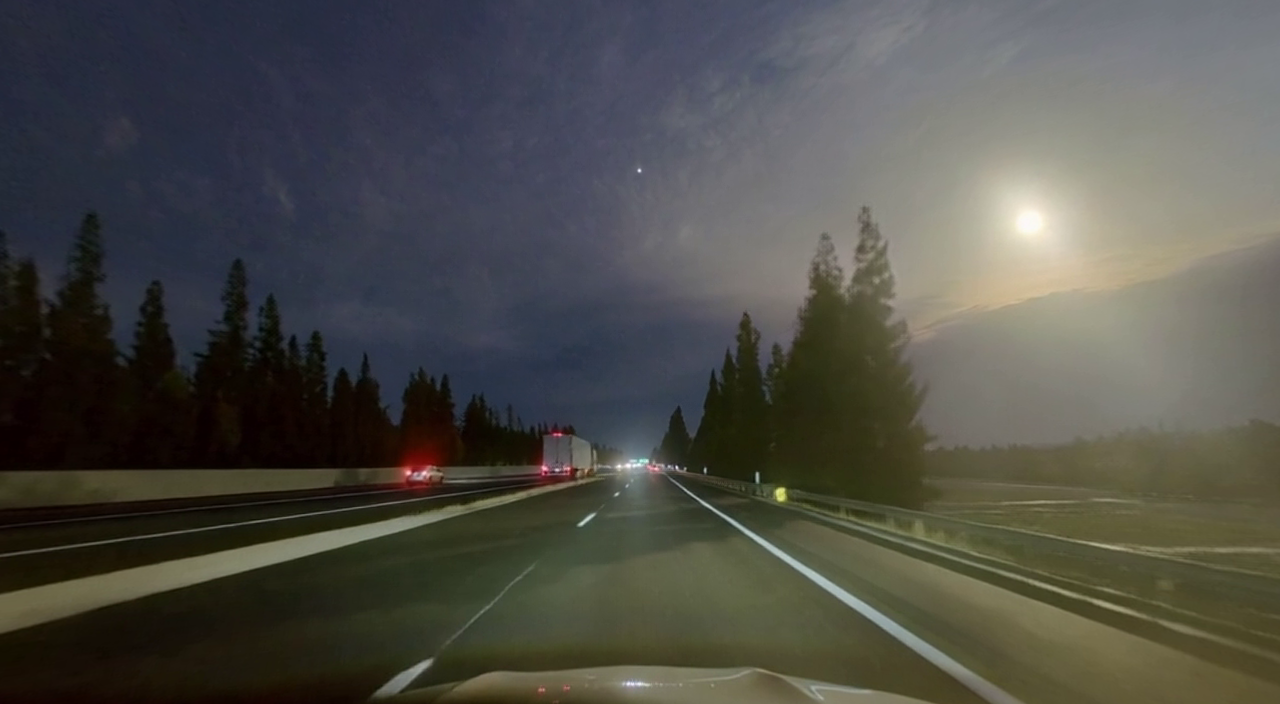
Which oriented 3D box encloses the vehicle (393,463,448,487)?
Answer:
[{"bbox_3d":[-13.952,7.856,40.317,1.745,1.430,4.252,0,-10,4],"label":"vehicle"}]
